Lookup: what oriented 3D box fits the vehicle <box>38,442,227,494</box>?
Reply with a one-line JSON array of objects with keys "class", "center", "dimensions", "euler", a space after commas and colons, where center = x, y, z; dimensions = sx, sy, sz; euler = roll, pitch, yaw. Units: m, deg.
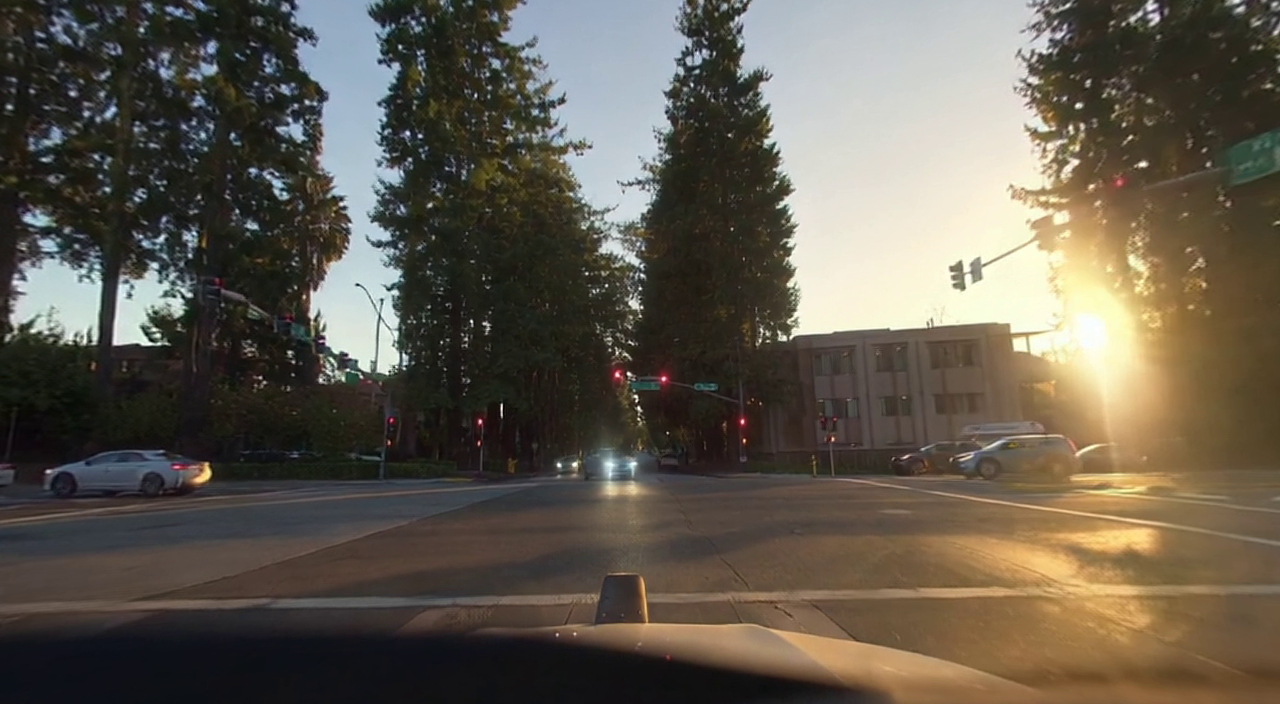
[{"class": "vehicle", "center": [-18.730, 4.310, 23.568], "dimensions": [4.798, 1.763, 2.536], "euler": [0, -10, 0]}]

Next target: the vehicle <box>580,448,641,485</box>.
[{"class": "vehicle", "center": [-1.664, 6.080, 33.952], "dimensions": [2.162, 1.740, 4.728], "euler": [2, -9, -16]}]

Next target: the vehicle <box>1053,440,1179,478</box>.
[{"class": "vehicle", "center": [23.791, 5.354, 31.716], "dimensions": [4.569, 1.794, 2.088], "euler": [0, -8, 0]}]

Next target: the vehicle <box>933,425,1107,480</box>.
[{"class": "vehicle", "center": [17.059, 4.552, 28.676], "dimensions": [6.109, 2.348, 2.683], "euler": [0, -8, 0]}]
